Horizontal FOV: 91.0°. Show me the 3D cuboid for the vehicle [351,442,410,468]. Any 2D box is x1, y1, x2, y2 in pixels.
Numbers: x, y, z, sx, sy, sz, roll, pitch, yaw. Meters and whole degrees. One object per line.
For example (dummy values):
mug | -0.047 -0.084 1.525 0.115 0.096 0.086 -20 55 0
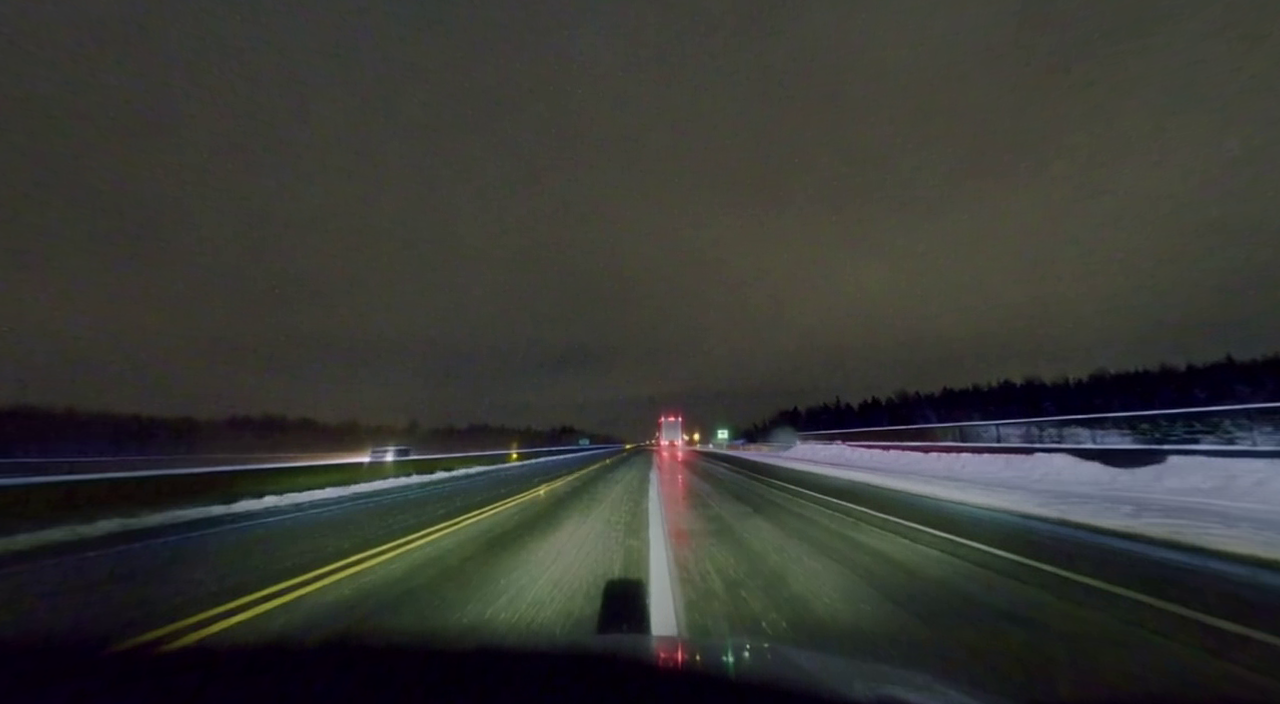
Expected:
vehicle | -20.002 7.961 48.761 2.108 1.860 5.247 0 -8 2
